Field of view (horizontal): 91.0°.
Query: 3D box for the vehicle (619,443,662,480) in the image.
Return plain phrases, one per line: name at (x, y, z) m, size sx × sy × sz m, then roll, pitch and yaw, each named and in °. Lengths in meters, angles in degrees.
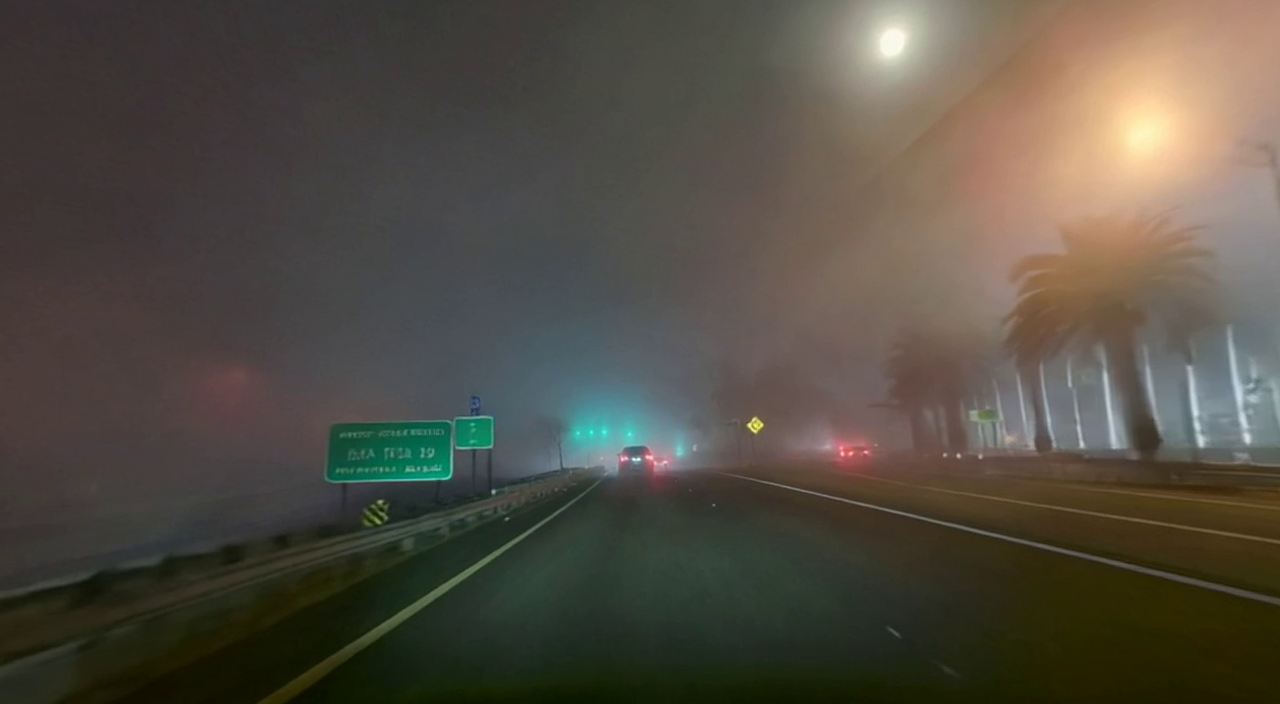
vehicle at (-0.023, 5.562, 32.248) m, size 2.089 × 1.718 × 4.193 m, roll 0°, pitch -9°, yaw -1°
